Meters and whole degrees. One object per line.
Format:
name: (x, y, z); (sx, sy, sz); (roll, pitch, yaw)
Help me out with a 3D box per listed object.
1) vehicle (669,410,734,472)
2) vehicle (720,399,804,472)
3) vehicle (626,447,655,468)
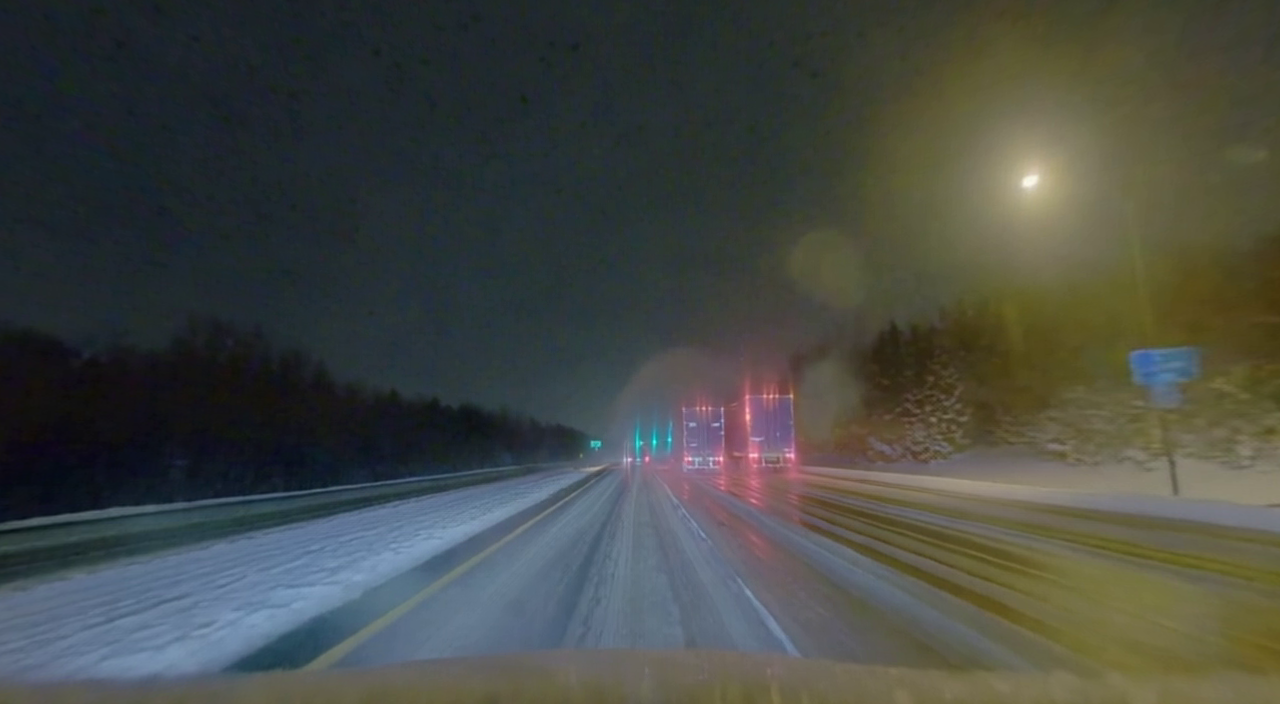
vehicle: (3.511, 5.412, 37.769); (2.859, 3.332, 7.735); (0, -9, -2)
vehicle: (7.875, 5.793, 42.833); (3.268, 4.172, 12.771); (-1, -8, 1)
vehicle: (0.020, 7.752, 46.246); (2.083, 1.473, 3.923); (0, -9, 0)
